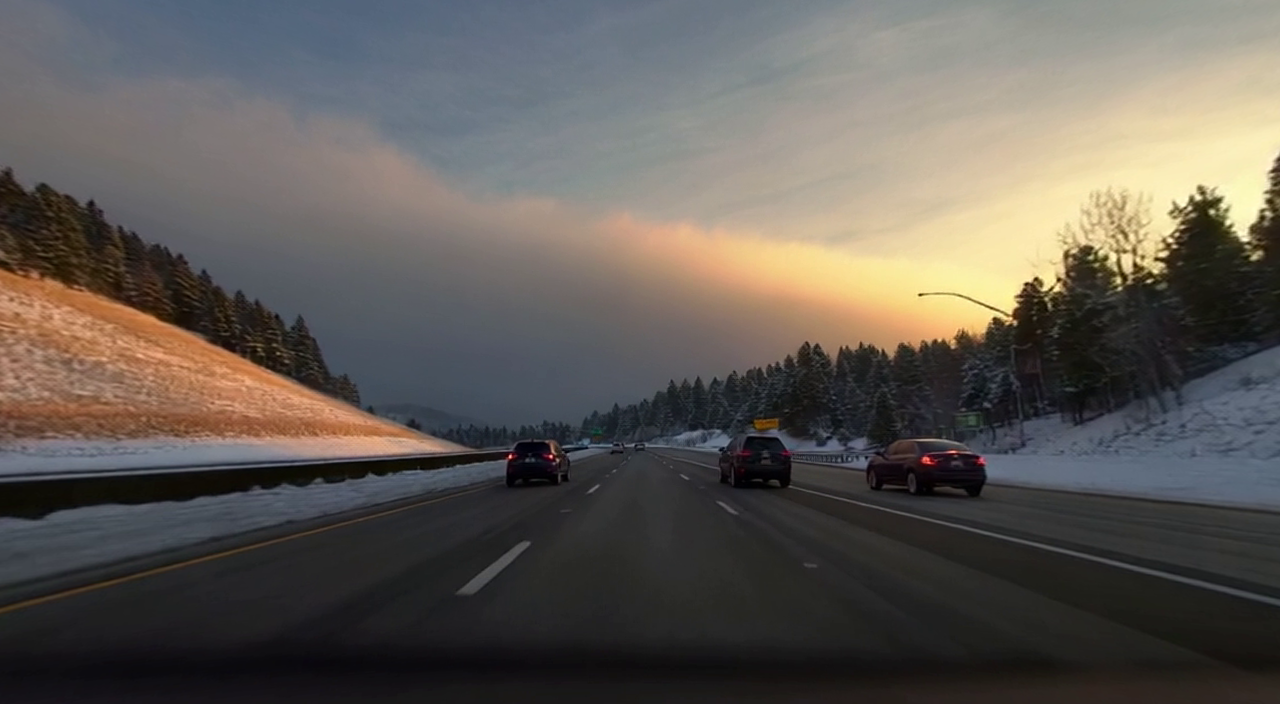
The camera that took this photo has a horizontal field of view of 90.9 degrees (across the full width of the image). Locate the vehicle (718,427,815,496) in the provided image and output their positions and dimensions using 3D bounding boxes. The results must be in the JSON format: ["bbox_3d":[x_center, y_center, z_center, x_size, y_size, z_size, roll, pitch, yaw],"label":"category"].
[{"bbox_3d":[3.924,3.488,20.521,2.121,1.925,5.056,0,-8,0],"label":"vehicle"}]

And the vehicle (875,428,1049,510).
[{"bbox_3d":[7.679,2.802,15.632,1.998,1.717,4.338,0,-8,0],"label":"vehicle"}]

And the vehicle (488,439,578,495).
[{"bbox_3d":[-3.476,3.831,21.443,2.166,1.672,4.388,-1,-8,2],"label":"vehicle"}]
